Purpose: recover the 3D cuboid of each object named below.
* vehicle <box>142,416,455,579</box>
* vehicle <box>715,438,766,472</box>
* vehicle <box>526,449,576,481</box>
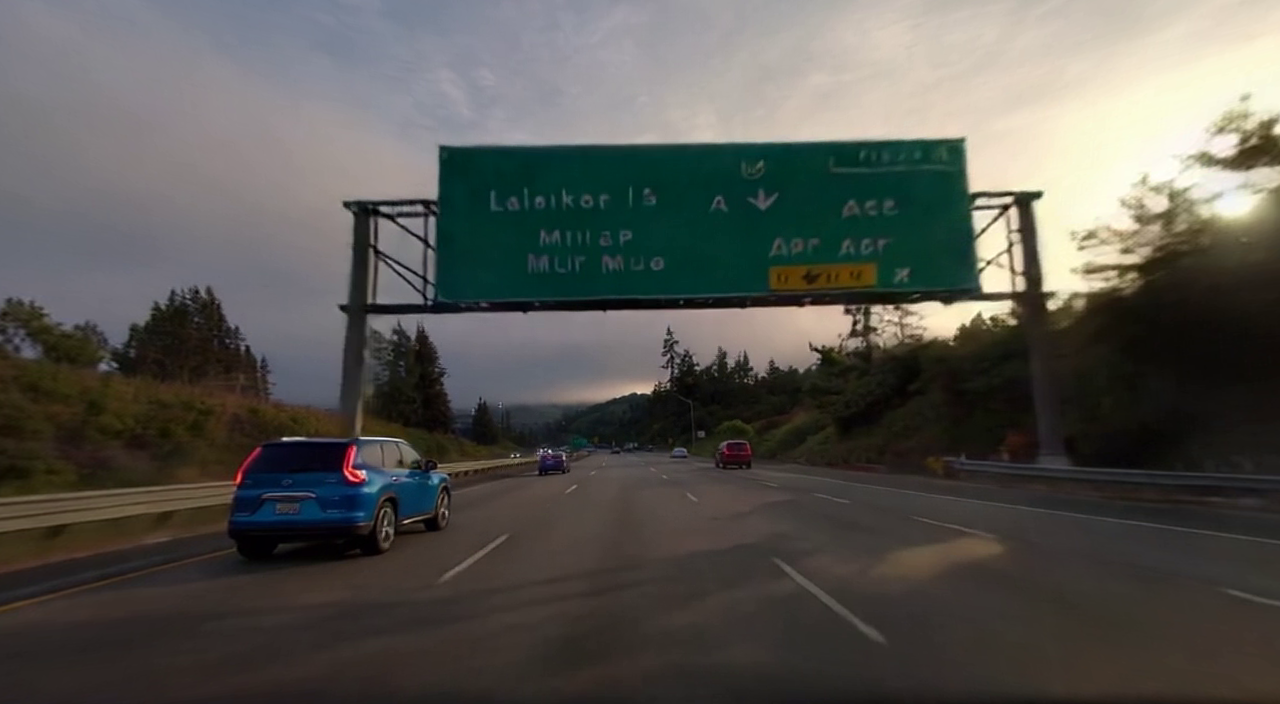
[{"bbox_3d":[-4.336,1.913,9.029,2.079,1.745,4.281,0,-9,0],"label":"vehicle"},{"bbox_3d":[6.549,6.827,41.760,2.378,2.096,5.119,0,-9,-2],"label":"vehicle"},{"bbox_3d":[-4.473,5.760,32.375,2.009,1.488,4.289,0,-9,-1],"label":"vehicle"}]
